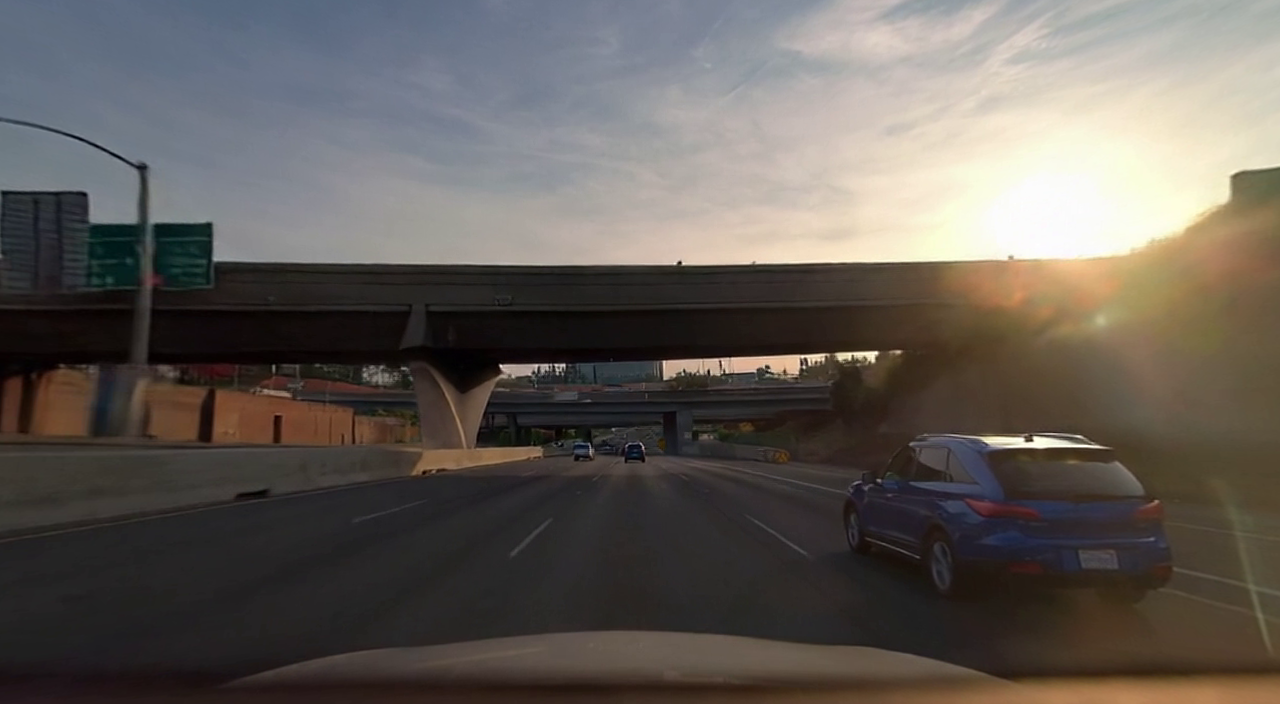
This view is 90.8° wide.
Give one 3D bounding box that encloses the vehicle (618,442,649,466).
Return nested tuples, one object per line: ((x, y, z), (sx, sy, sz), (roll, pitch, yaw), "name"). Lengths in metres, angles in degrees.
((-0.513, 7.352, 45.653), (2.132, 1.657, 3.967), (0, -8, -2), "vehicle")

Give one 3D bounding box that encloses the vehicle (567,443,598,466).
((-4.337, 7.800, 48.192), (2.000, 1.646, 4.201), (0, -8, -1), "vehicle")
